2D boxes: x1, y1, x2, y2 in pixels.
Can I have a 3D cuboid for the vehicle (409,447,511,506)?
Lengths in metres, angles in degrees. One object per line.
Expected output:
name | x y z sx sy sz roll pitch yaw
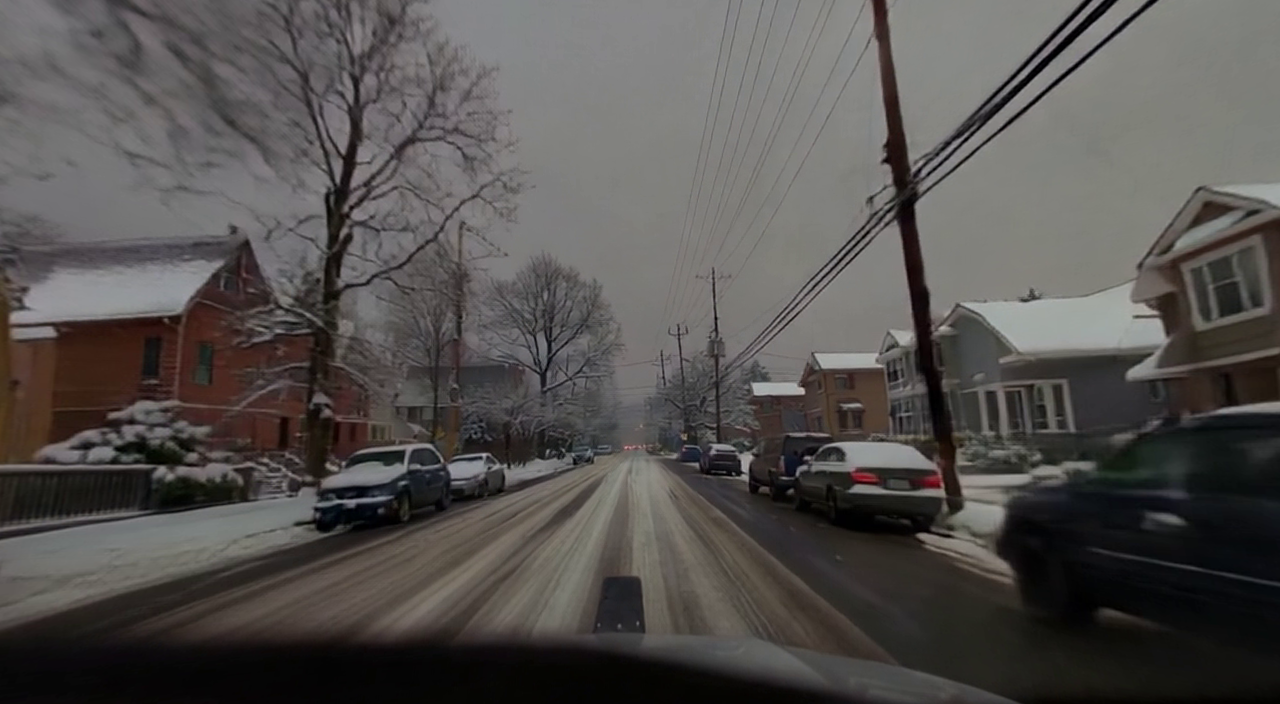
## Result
vehicle | -5.698 3.952 20.637 1.991 1.464 4.763 -3 -7 0

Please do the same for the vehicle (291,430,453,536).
vehicle | -5.716 2.764 14.176 2.046 1.825 4.627 -2 -7 -6

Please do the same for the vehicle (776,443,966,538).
vehicle | 3.966 2.430 11.811 1.804 1.422 4.497 0 -9 -1

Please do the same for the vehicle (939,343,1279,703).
vehicle | 4.129 0.939 3.270 2.279 1.848 5.577 0 -9 -2

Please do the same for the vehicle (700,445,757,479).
vehicle | 4.136 5.201 30.154 1.930 1.470 4.738 0 -9 -1
